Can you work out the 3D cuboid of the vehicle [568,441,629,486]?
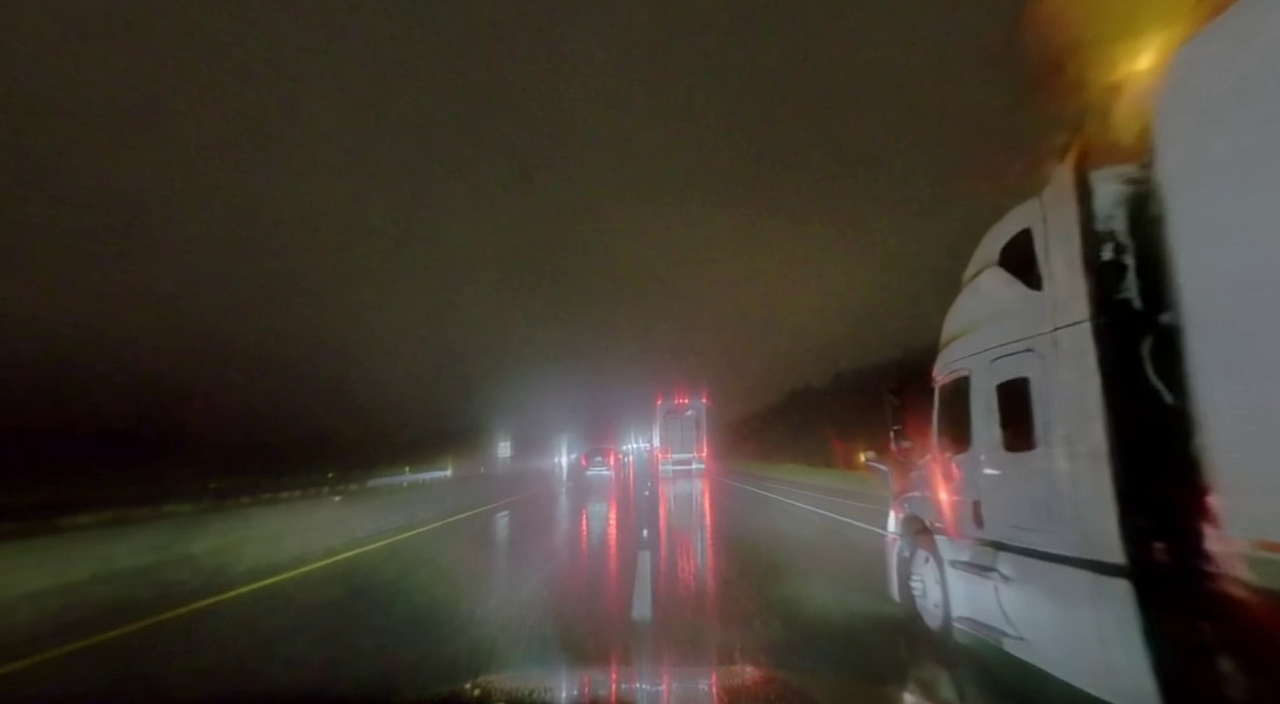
[{"bbox_3d":[-1.642,4.623,26.314,2.160,1.691,4.243,-1,-9,1],"label":"vehicle"}]

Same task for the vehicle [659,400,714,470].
[{"bbox_3d":[3.035,6.130,45.193,3.167,4.180,14.924,1,-9,2],"label":"vehicle"}]
